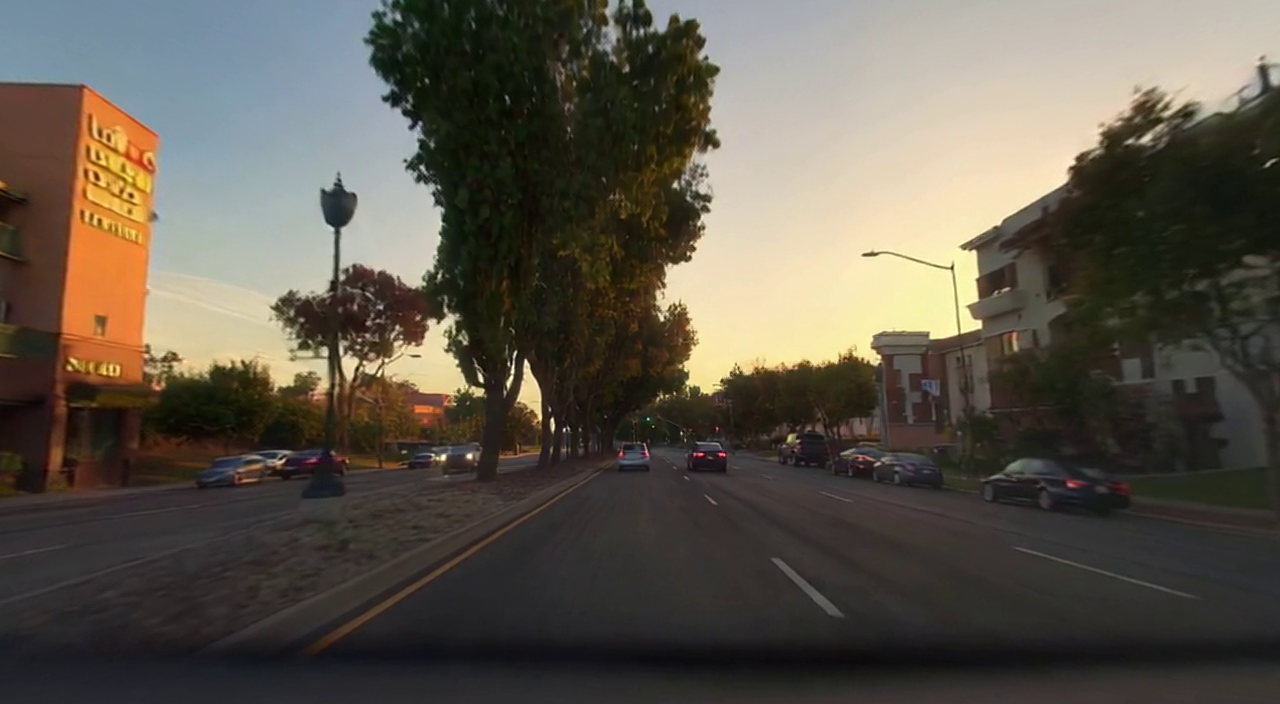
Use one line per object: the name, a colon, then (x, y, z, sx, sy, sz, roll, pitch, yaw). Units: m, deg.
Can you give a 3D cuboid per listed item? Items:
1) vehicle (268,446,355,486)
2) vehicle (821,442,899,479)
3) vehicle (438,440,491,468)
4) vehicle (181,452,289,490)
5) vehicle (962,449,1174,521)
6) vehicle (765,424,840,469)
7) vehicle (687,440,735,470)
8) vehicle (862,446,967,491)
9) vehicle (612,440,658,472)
vehicle: (-19.110, 6.588, 37.069, 2.240, 2.112, 5.268, 0, -8, 0)
vehicle: (10.592, 5.230, 30.783, 2.129, 1.645, 4.625, 0, -8, 0)
vehicle: (-12.560, 7.325, 45.523, 2.331, 1.910, 4.823, -1, -8, 1)
vehicle: (-19.005, 5.565, 29.940, 2.180, 1.608, 4.443, 0, -8, -1)
vehicle: (10.166, 3.147, 15.583, 1.944, 1.454, 4.647, 0, -8, 0)
vehicle: (10.616, 6.289, 42.169, 3.082, 2.655, 7.381, 0, -8, 1)
vehicle: (3.706, 5.455, 33.762, 1.993, 1.477, 4.240, 0, -8, -1)
vehicle: (10.266, 4.365, 24.118, 1.898, 1.502, 4.788, 0, -8, 1)
vehicle: (-0.240, 5.093, 31.176, 2.101, 1.444, 4.248, 0, -8, 0)
